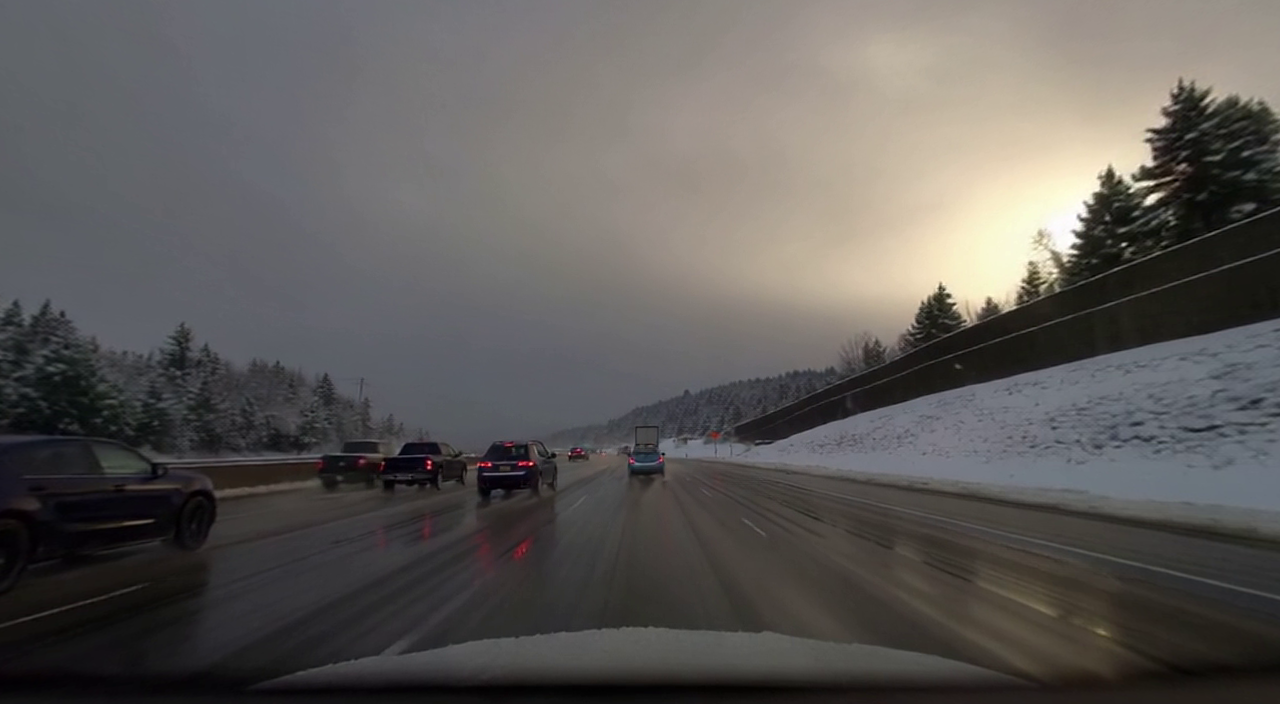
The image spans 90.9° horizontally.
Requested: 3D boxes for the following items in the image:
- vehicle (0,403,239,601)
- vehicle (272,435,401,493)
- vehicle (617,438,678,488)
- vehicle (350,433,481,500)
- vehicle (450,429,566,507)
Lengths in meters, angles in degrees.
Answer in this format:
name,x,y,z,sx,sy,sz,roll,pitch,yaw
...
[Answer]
name,x,y,z,sx,sy,sz,roll,pitch,yaw
vehicle,-6.997,1.530,6.772,2.215,1.797,4.666,0,-9,1
vehicle,-11.209,4.169,23.865,2.013,1.908,5.617,0,-9,1
vehicle,0.261,4.362,25.111,2.233,1.804,4.273,0,-9,0
vehicle,-6.916,3.582,20.224,2.108,1.856,5.214,0,-9,2
vehicle,-3.422,3.117,17.352,2.093,1.820,4.506,0,-9,1
